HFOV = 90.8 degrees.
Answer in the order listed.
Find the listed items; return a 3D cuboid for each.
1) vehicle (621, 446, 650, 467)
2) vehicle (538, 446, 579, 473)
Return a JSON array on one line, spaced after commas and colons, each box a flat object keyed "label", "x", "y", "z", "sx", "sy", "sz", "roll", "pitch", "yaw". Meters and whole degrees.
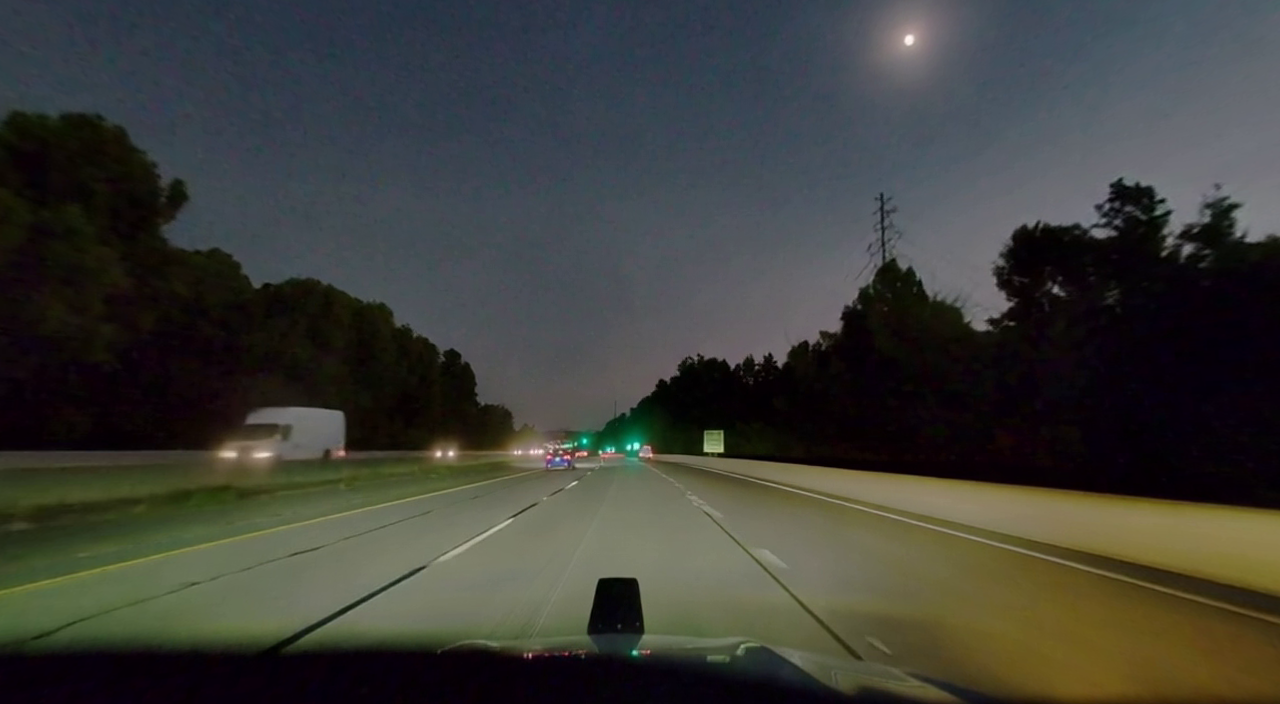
[{"label": "vehicle", "x": -0.358, "y": 7.638, "z": 46.256, "sx": 2.031, "sy": 1.483, "sz": 3.417, "roll": 0, "pitch": -9, "yaw": -3}, {"label": "vehicle", "x": -4.992, "y": 6.643, "z": 39.276, "sx": 1.957, "sy": 1.499, "sz": 4.965, "roll": 0, "pitch": -9, "yaw": -1}]
